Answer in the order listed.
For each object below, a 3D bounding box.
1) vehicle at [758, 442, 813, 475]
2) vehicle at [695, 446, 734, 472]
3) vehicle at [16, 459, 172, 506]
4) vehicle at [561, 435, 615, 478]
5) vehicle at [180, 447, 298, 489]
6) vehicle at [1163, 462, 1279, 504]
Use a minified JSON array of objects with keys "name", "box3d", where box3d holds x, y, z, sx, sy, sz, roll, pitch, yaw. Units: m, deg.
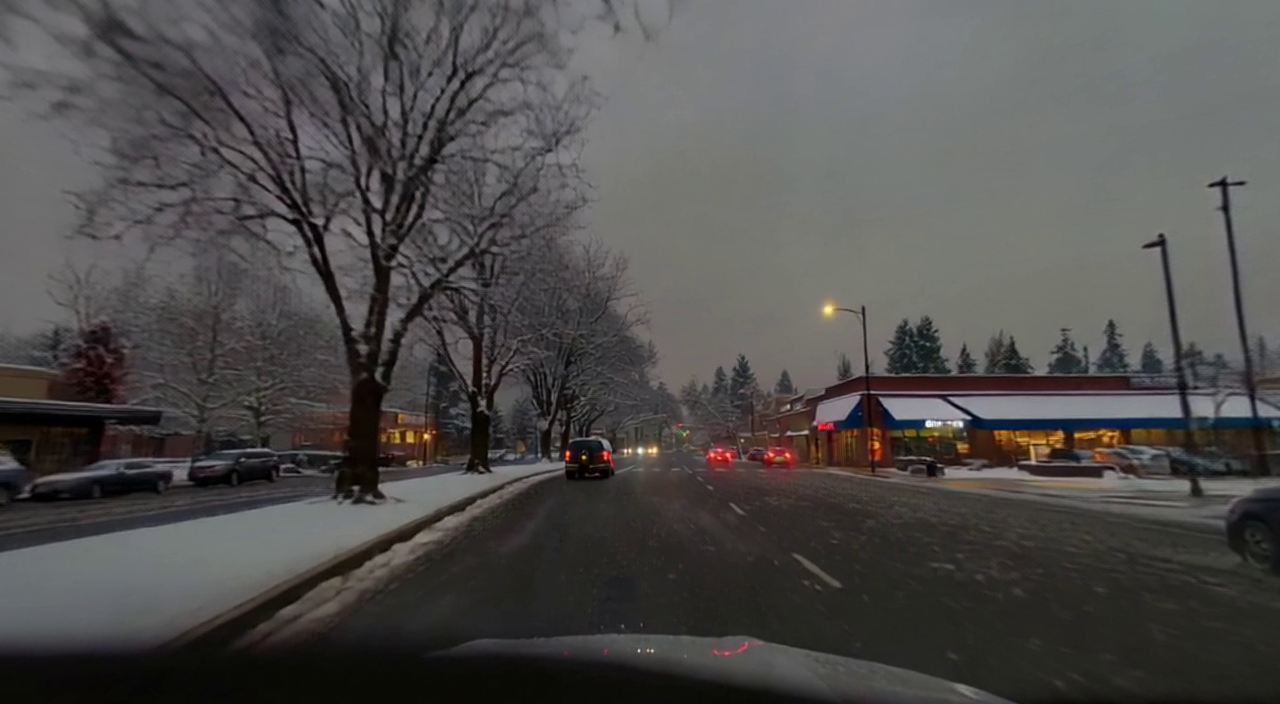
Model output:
[{"name":"vehicle","box3d":[8.086,5.937,35.475,2.040,1.738,4.414,0,-8,0]},{"name":"vehicle","box3d":[4.486,6.536,38.733,1.886,1.464,4.290,0,-8,0]},{"name":"vehicle","box3d":[-18.841,4.489,22.056,1.737,1.349,4.014,0,-8,3]},{"name":"vehicle","box3d":[-2.367,4.930,30.067,2.344,1.863,4.665,0,-8,-2]},{"name":"vehicle","box3d":[-18.781,5.407,29.924,1.914,1.785,5.408,0,-8,2]},{"name":"vehicle","box3d":[28.022,6.047,29.262,5.680,1.772,2.071,0,-8,-2]}]
